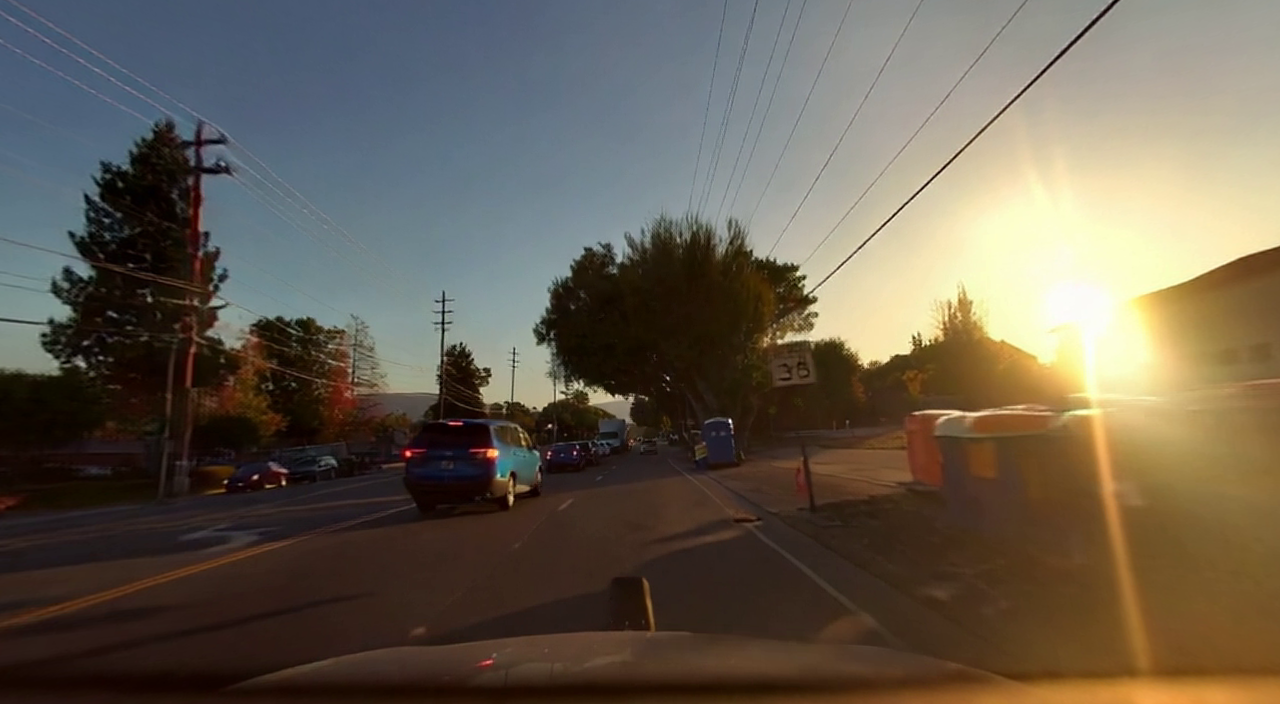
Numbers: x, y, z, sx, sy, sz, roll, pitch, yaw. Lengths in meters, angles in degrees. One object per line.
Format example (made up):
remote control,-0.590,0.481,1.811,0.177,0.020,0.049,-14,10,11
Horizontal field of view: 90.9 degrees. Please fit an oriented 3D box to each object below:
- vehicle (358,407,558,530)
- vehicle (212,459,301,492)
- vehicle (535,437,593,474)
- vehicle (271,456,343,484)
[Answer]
vehicle,-3.065,2.121,12.045,2.180,1.818,5.117,0,-8,1
vehicle,-19.840,6.401,32.895,2.099,1.449,4.749,1,-8,-6
vehicle,-3.231,4.481,27.586,1.998,1.466,4.124,0,-8,1
vehicle,-20.380,7.227,38.774,2.231,1.478,4.603,1,-8,-5
